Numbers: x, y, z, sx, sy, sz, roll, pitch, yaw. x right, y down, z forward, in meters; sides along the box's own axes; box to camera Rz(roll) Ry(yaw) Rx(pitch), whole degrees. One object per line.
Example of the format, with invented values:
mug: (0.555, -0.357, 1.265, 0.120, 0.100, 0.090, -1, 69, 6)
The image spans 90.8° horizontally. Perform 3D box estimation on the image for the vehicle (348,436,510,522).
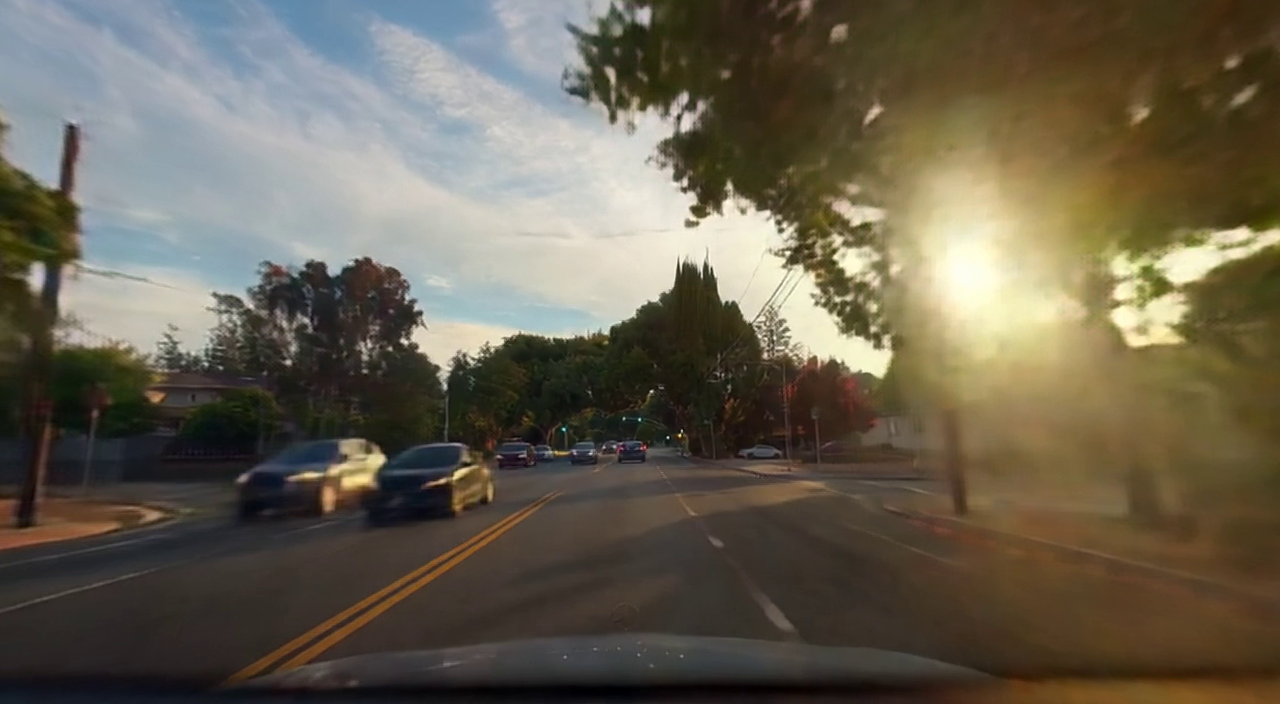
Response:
vehicle: (-4.279, 2.622, 13.579, 2.039, 1.460, 4.189, -3, -9, 0)

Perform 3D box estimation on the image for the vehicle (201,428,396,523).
vehicle: (-7.434, 2.704, 14.401, 2.044, 1.699, 4.400, -3, -9, -1)

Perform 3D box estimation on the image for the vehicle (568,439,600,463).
vehicle: (-4.172, 7.490, 47.988, 1.955, 1.723, 4.287, 0, -9, 1)

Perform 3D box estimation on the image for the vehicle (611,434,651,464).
vehicle: (-0.564, 6.634, 43.296, 2.554, 1.902, 5.329, 0, -9, 1)

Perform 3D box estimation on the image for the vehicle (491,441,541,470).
vehicle: (-7.403, 6.225, 38.266, 2.069, 1.654, 4.458, 0, -9, 1)
